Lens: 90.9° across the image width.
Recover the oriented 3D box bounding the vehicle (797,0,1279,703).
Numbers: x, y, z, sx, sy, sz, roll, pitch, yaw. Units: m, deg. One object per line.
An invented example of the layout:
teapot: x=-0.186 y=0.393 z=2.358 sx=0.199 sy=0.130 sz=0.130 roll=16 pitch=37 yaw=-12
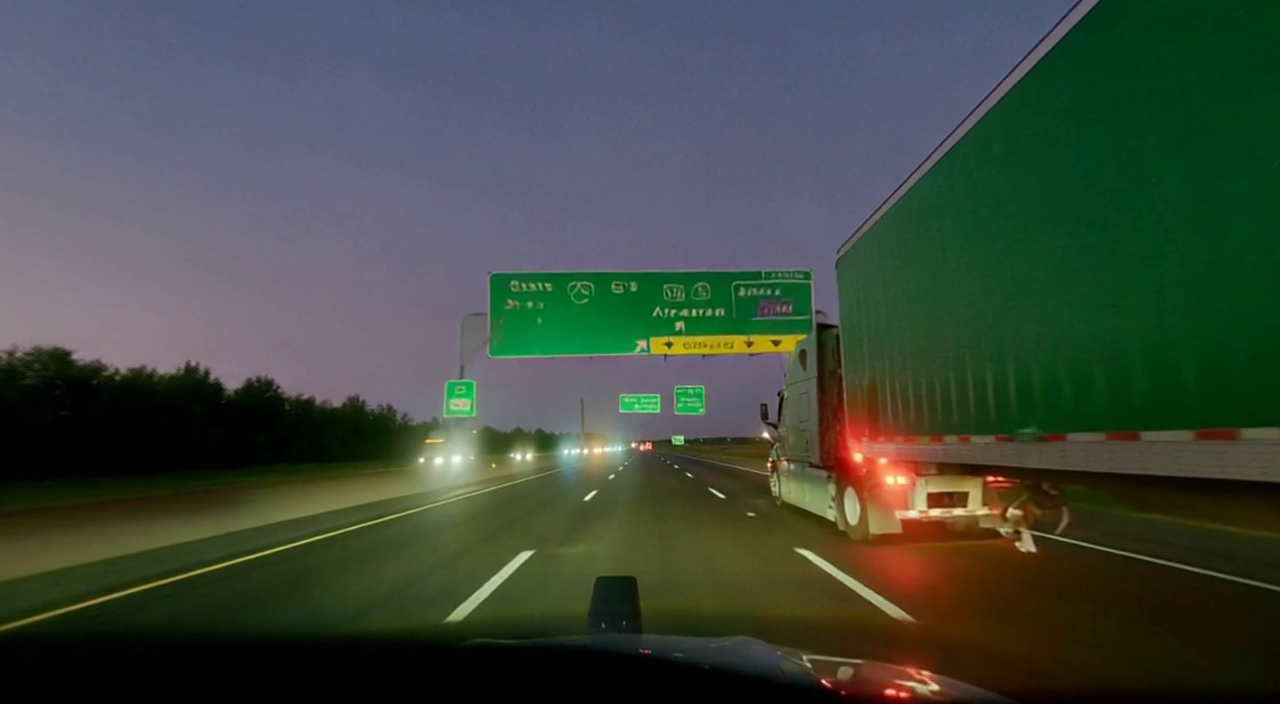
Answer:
vehicle: x=4.093 y=-0.160 z=3.584 sx=3.060 sy=4.100 sz=13.141 roll=0 pitch=-9 yaw=0

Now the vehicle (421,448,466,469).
vehicle: x=-14.465 y=7.870 z=46.651 sx=1.869 sy=1.464 sz=4.207 roll=0 pitch=-9 yaw=1
